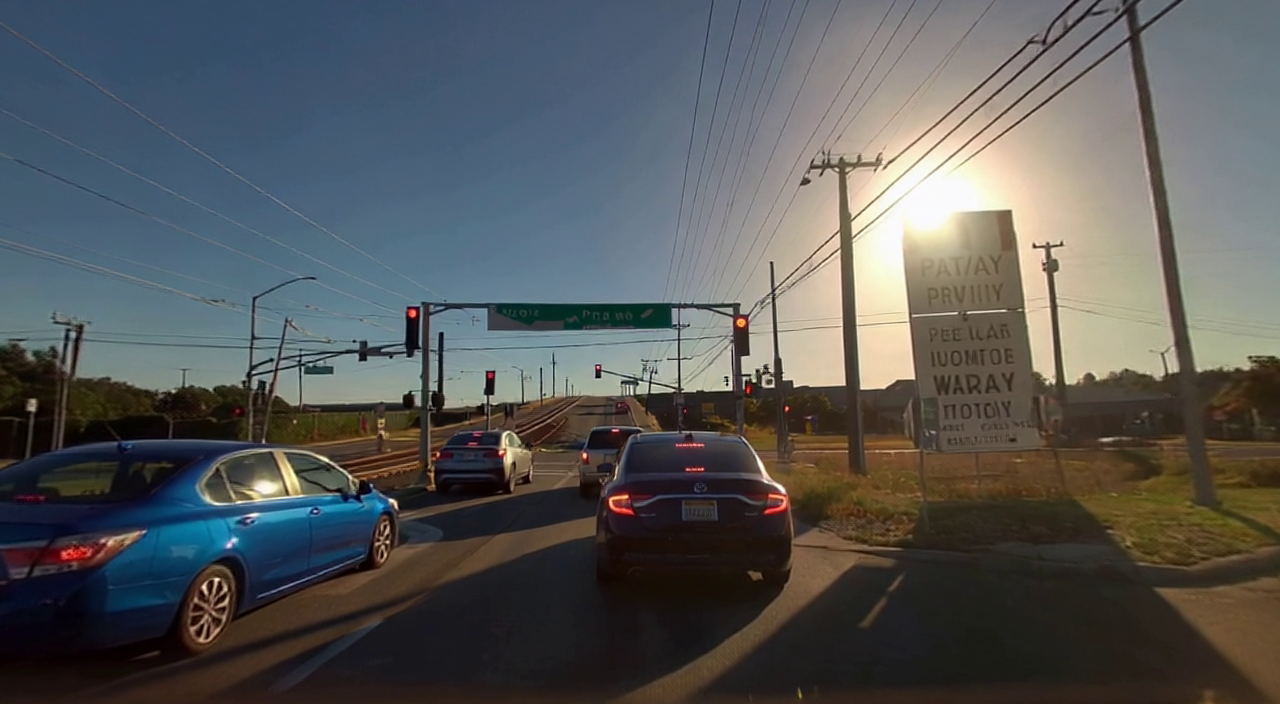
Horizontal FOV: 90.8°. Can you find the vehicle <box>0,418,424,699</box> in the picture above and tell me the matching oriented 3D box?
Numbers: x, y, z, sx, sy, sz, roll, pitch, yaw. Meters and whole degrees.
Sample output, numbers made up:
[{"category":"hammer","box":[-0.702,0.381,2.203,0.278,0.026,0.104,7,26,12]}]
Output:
[{"category":"vehicle","box":[-3.704,1.434,5.685,1.956,1.468,4.585,0,-9,-1]}]

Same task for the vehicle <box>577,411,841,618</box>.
[{"category":"vehicle","box":[0.421,1.520,6.812,1.998,1.529,3.960,0,-9,-3]}]

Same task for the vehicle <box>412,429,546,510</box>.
[{"category":"vehicle","box":[-3.332,2.515,13.981,1.984,1.505,4.047,0,-9,-2]}]
